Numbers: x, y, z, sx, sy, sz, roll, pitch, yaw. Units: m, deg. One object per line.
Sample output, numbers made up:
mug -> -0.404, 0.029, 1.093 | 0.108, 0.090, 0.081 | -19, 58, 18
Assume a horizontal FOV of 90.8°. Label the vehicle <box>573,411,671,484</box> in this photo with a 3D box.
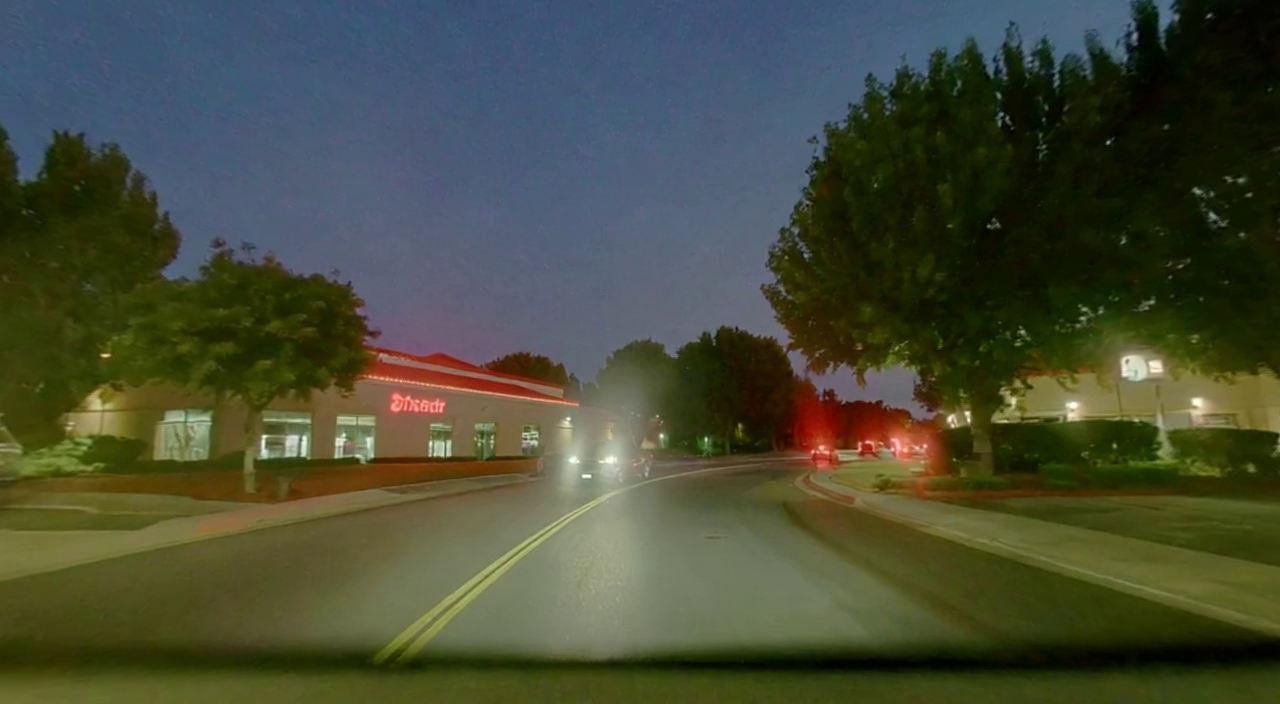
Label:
vehicle -> -0.591, 4.347, 28.849 | 2.489, 2.884, 6.940 | -3, -9, 16
